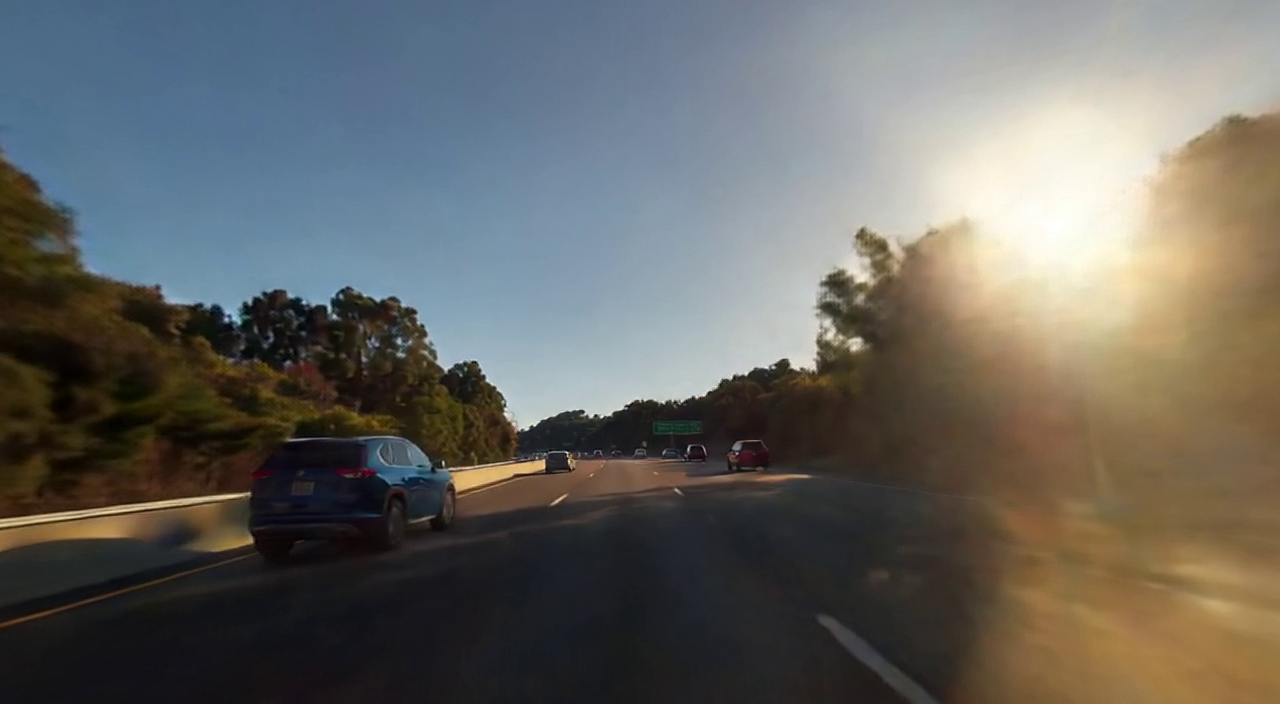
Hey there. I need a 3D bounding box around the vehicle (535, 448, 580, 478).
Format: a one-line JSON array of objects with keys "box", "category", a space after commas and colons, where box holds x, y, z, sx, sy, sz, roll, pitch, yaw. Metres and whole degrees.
[{"box": [-4.450, 6.067, 34.654, 2.009, 1.488, 4.289, 0, -9, -1], "category": "vehicle"}]

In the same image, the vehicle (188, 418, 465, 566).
[{"box": [-4.342, 2.007, 9.725, 2.079, 1.745, 4.281, 0, -9, -1], "category": "vehicle"}]

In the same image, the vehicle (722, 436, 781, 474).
[{"box": [6.522, 6.101, 37.583, 2.378, 2.096, 5.119, 0, -9, -2], "category": "vehicle"}]
